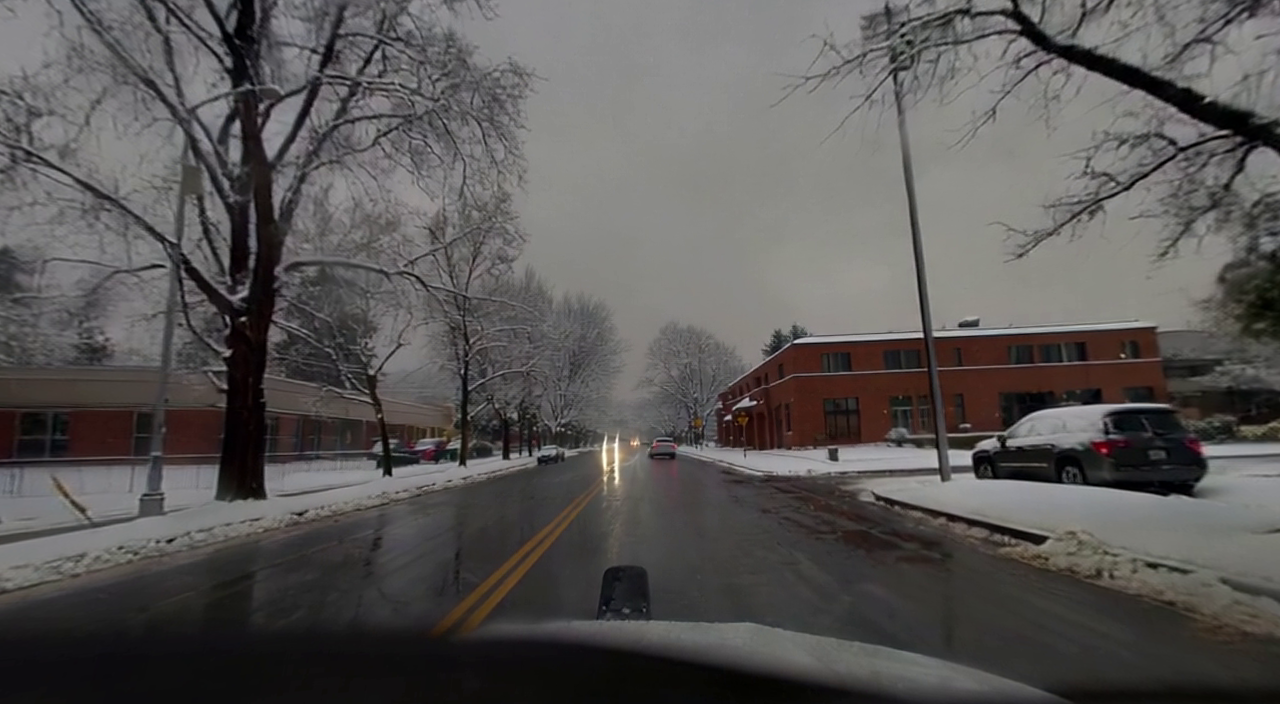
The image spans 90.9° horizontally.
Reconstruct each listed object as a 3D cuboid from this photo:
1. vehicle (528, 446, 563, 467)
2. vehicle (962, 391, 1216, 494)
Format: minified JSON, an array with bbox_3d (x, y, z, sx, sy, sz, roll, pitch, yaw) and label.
[{"bbox_3d":[-7.021,7.789,47.166,1.930,1.463,4.195,0,-9,0],"label":"vehicle"},{"bbox_3d":[9.304,2.054,13.748,2.018,1.840,4.662,1,-10,0],"label":"vehicle"}]
